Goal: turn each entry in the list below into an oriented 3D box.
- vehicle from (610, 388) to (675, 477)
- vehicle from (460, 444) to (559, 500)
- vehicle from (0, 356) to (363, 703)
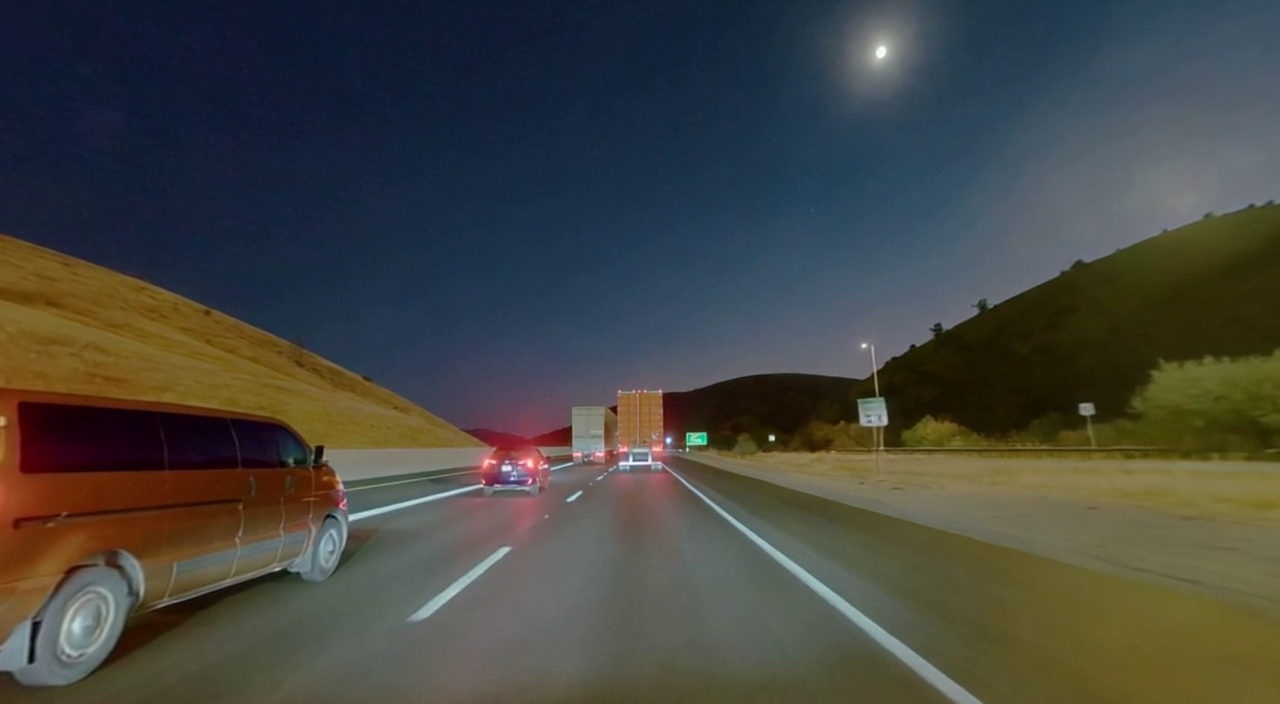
[{"bbox_3d":[0.250,4.460,34.208,2.913,3.988,10.874,0,-8,2],"label":"vehicle"},{"bbox_3d":[-3.683,3.446,18.608,1.950,1.446,4.224,0,-8,1],"label":"vehicle"},{"bbox_3d":[-4.153,1.129,4.446,2.136,1.779,4.875,0,-8,0],"label":"vehicle"}]
